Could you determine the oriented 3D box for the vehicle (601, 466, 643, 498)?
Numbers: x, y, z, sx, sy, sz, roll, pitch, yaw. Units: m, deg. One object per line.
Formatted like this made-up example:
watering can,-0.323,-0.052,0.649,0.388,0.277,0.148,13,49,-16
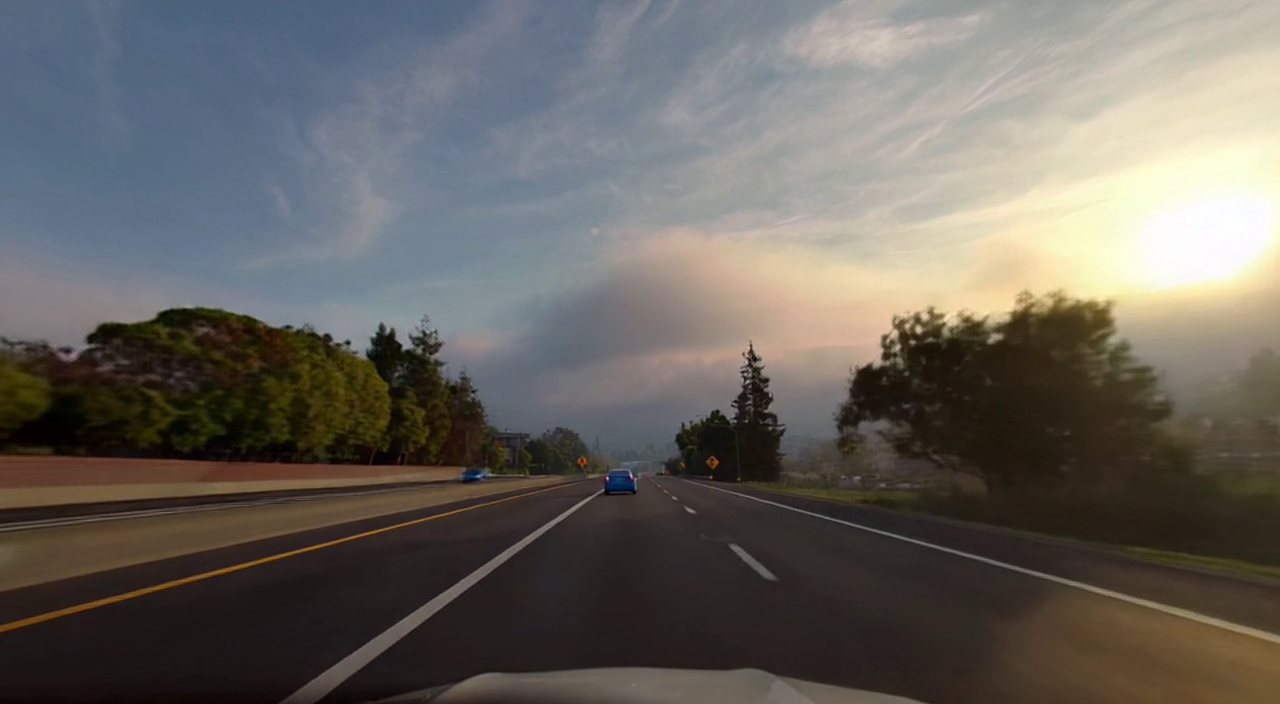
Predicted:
vehicle,-0.888,6.814,33.293,2.016,1.530,4.009,1,-11,1
